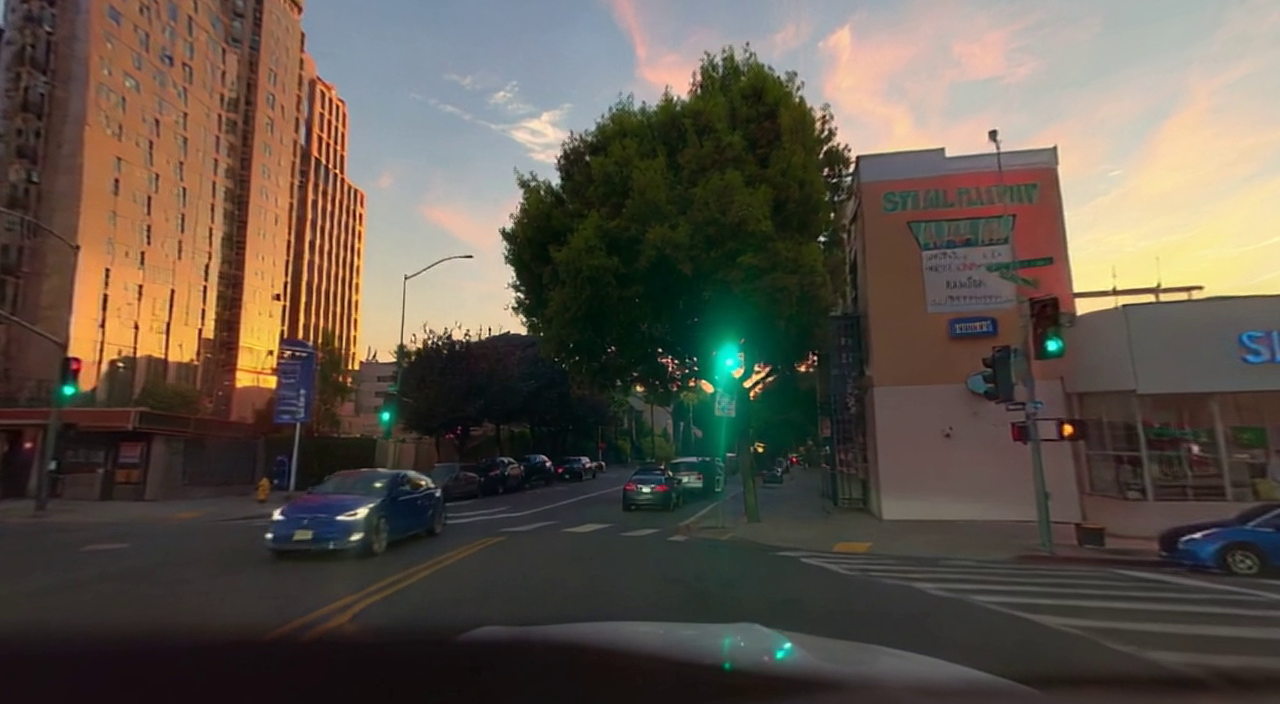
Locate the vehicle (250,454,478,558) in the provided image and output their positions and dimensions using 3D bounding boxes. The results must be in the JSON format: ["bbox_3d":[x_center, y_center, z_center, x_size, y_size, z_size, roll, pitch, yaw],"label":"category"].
[{"bbox_3d":[-4.726,2.681,11.758,2.119,1.485,4.472,0,-9,1],"label":"vehicle"}]

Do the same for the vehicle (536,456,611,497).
[{"bbox_3d":[-3.086,5.937,30.481,2.181,1.723,4.692,-2,-9,12],"label":"vehicle"}]

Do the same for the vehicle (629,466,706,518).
[{"bbox_3d":[1.075,4.863,22.330,1.892,1.481,4.365,-2,-9,13],"label":"vehicle"}]

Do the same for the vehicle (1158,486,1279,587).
[{"bbox_3d":[11.783,3.042,10.533,4.426,1.446,1.795,-2,-9,12],"label":"vehicle"}]

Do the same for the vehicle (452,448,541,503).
[{"bbox_3d":[-7.020,6.059,31.538,2.120,2.078,5.403,-6,-7,12],"label":"vehicle"}]
